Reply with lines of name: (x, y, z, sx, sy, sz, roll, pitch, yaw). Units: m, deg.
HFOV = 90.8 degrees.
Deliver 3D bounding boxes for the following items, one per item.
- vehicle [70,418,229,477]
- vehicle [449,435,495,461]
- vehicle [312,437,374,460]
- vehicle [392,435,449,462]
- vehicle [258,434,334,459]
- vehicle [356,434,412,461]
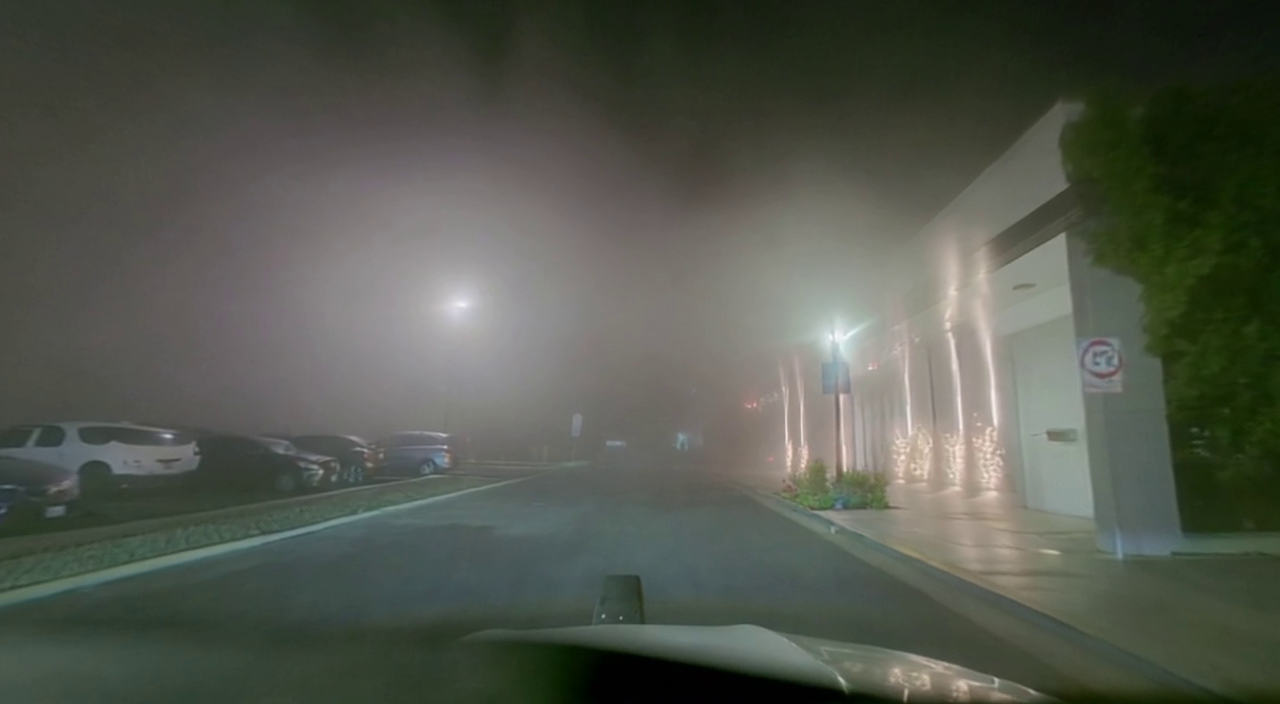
vehicle: (-17.769, 3.508, 23.238, 1.972, 1.923, 4.535, -1, -8, 3)
vehicle: (-11.085, 6.387, 41.993, 1.892, 1.597, 4.259, 0, -8, 0)
vehicle: (-19.500, 6.350, 41.619, 1.909, 1.474, 3.908, -1, -8, 5)
vehicle: (-14.258, 6.296, 41.345, 1.928, 1.613, 4.197, -1, -8, 5)
vehicle: (-22.546, 6.229, 41.550, 1.773, 1.498, 4.085, 0, -9, 20)
vehicle: (-16.760, 6.258, 41.506, 1.902, 1.645, 3.903, 0, -8, 2)
